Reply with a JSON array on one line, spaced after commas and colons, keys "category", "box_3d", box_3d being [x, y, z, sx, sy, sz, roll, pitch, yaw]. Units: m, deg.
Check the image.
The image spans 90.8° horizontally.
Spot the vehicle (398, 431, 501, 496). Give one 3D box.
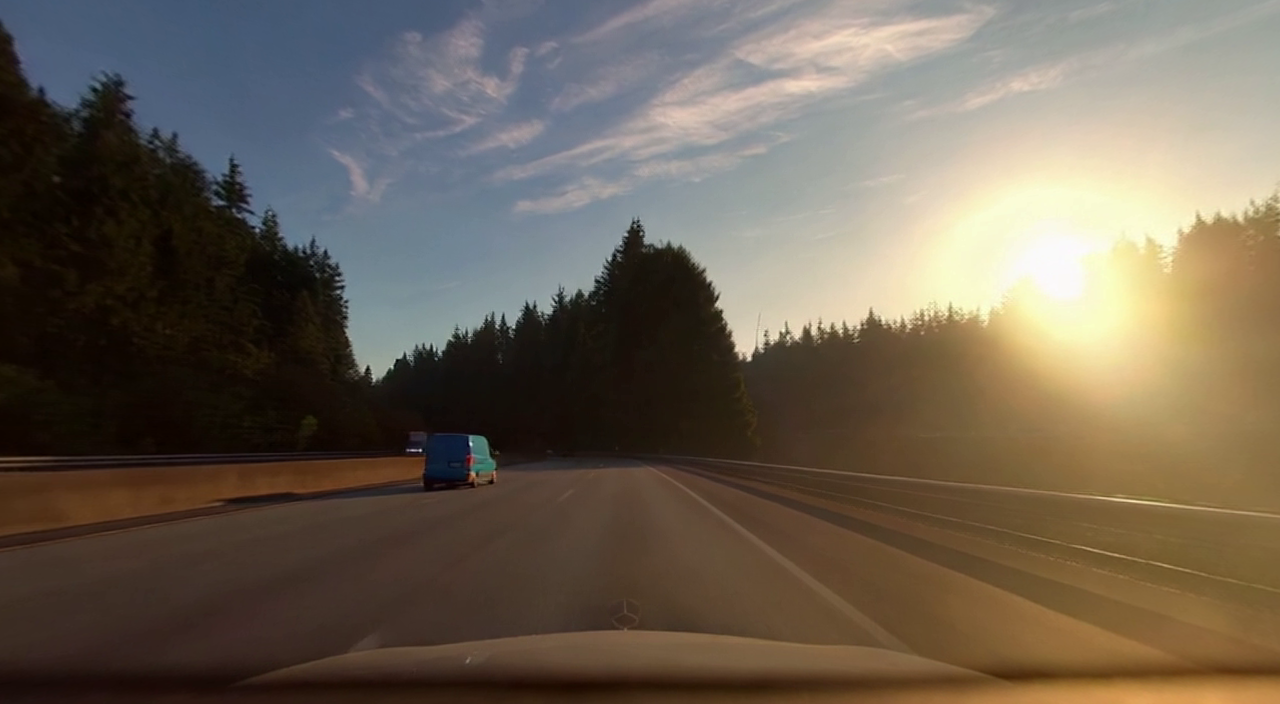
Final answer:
[{"category": "vehicle", "box_3d": [-6.648, 3.969, 22.726, 2.197, 2.038, 4.919, 0, -9, 0]}]
